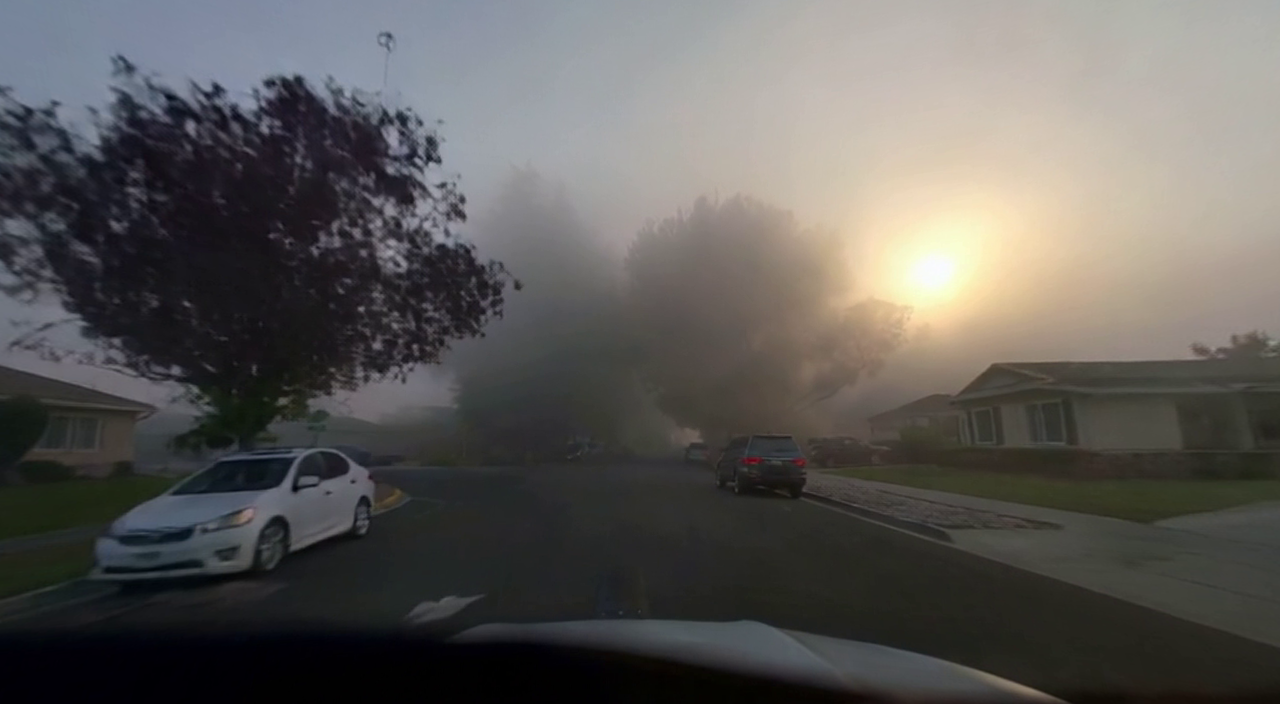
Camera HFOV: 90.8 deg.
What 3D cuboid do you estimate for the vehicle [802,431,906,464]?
[{"bbox_3d":[11.247,5.055,33.409,4.781,1.700,1.914,1,-9,-4],"label":"vehicle"}]

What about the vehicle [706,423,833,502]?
[{"bbox_3d":[3.270,2.937,17.157,2.228,1.813,4.901,0,-9,-2],"label":"vehicle"}]

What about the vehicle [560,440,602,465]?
[{"bbox_3d":[-4.586,7.837,49.517,2.041,1.762,4.508,-3,-8,11],"label":"vehicle"}]

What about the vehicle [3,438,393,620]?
[{"bbox_3d":[-4.788,1.866,7.934,1.981,1.463,4.631,0,-7,-6],"label":"vehicle"}]
